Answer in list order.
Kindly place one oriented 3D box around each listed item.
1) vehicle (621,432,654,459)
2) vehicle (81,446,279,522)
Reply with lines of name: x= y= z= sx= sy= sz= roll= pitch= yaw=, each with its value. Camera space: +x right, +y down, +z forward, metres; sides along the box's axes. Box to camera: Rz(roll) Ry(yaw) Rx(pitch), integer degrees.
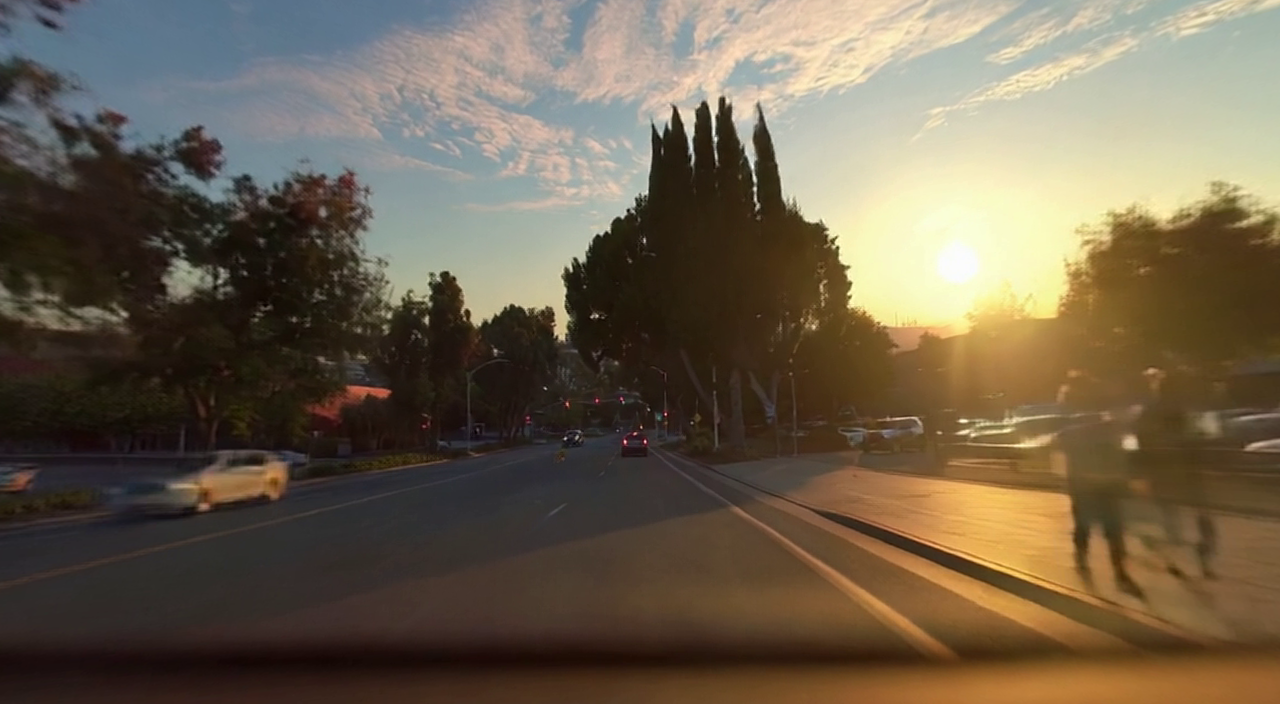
vehicle: x=-0.194 y=6.727 z=45.407 sx=2.228 sy=1.790 sz=4.180 roll=0 pitch=-9 yaw=-1
vehicle: x=-11.937 y=3.400 z=16.882 sx=2.117 sy=1.724 sz=4.366 roll=0 pitch=-8 yaw=-3
